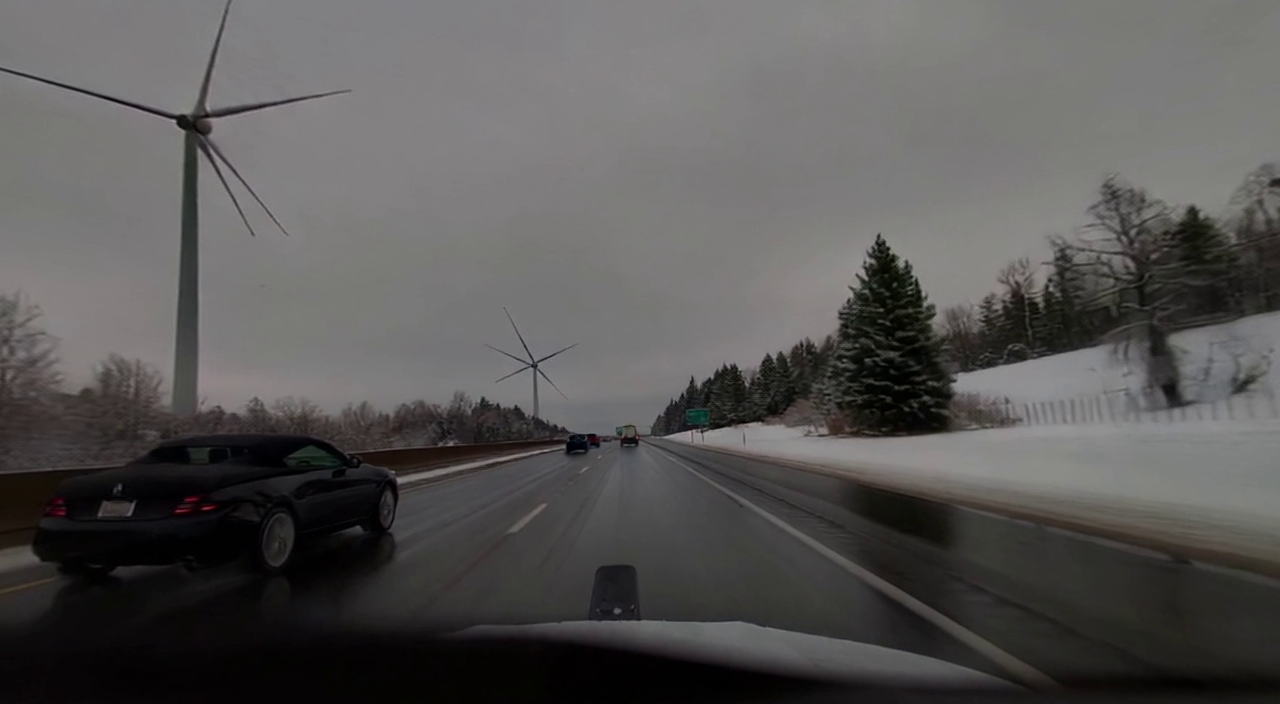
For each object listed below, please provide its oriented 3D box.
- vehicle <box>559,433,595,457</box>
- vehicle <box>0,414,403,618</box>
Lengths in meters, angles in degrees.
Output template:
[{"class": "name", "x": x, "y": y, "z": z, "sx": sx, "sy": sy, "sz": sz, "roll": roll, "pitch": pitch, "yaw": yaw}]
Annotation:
[{"class": "vehicle", "x": -4.059, "y": 6.040, "z": 40.925, "sx": 2.024, "sy": 1.456, "sz": 3.754, "roll": 0, "pitch": -8, "yaw": -1}, {"class": "vehicle", "x": -4.249, "y": 1.436, "z": 6.559, "sx": 1.969, "sy": 1.413, "sz": 4.194, "roll": 0, "pitch": -8, "yaw": -1}]
